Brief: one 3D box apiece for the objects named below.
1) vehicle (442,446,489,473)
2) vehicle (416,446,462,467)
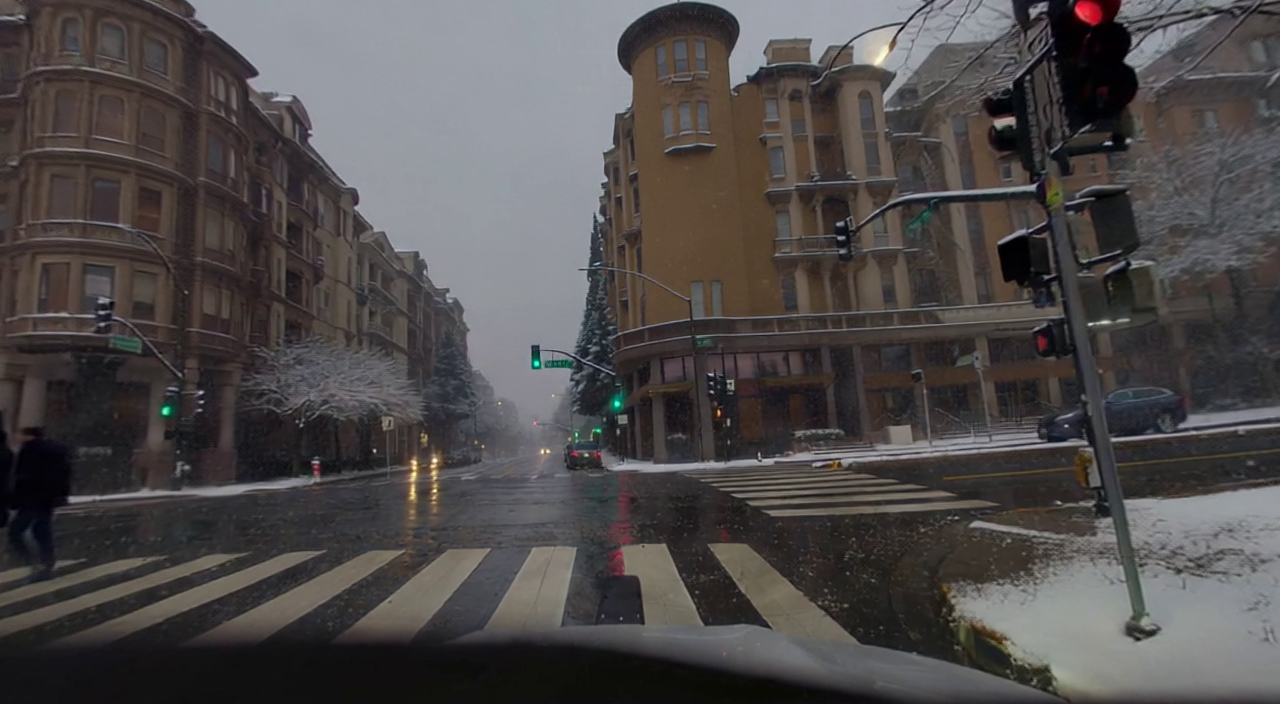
[{"bbox_3d":[-10.458,6.469,38.154,2.196,1.503,4.371,1,-8,-8],"label":"vehicle"},{"bbox_3d":[-15.529,7.998,48.629,2.028,1.479,4.427,6,-10,-35],"label":"vehicle"}]
